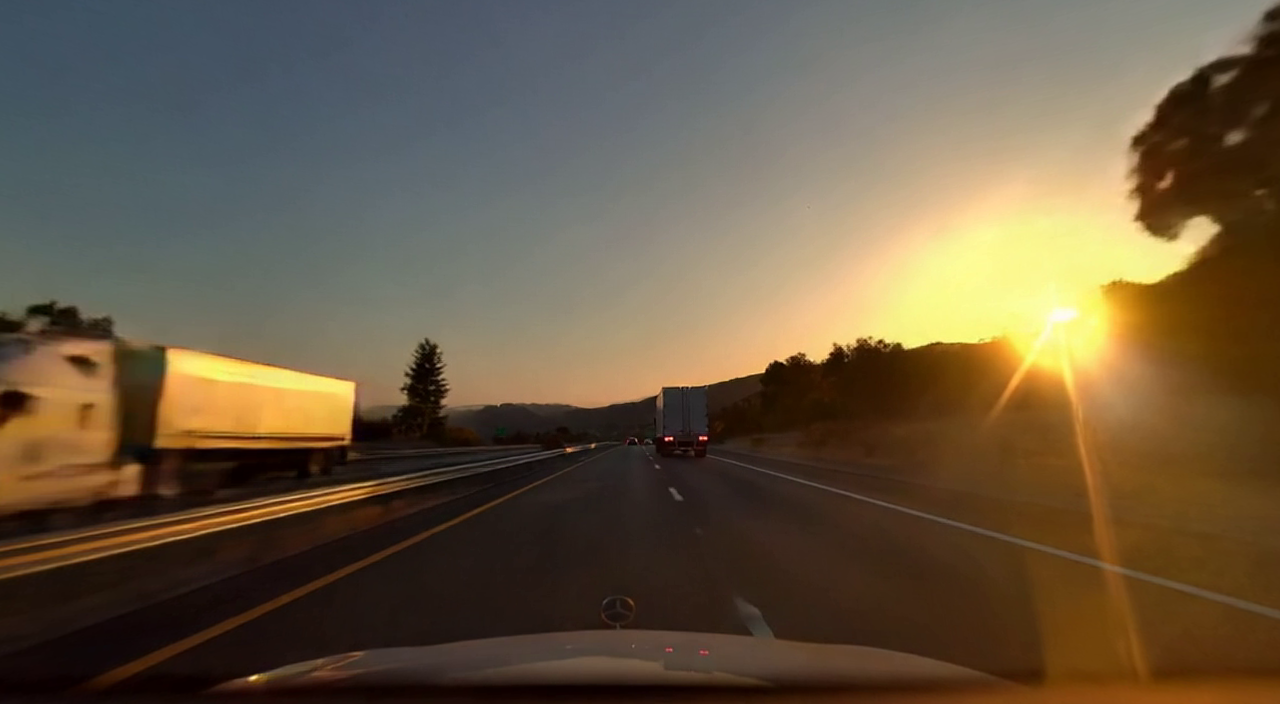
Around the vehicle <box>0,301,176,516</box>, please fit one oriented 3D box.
[{"bbox_3d":[-14.446,1.346,14.221,2.993,4.321,6.272,0,-8,0],"label":"vehicle"}]

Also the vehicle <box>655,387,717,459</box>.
[{"bbox_3d":[2.727,4.885,42.286,2.924,4.024,13.639,0,-8,-1],"label":"vehicle"}]
